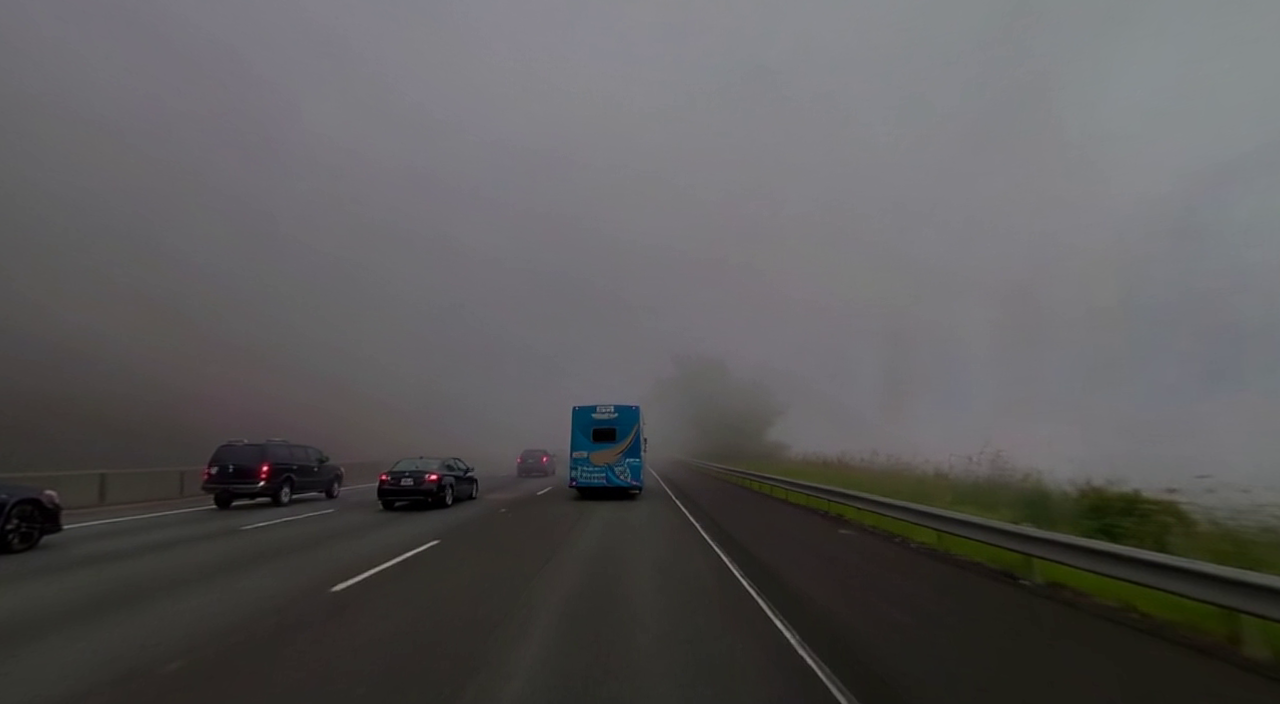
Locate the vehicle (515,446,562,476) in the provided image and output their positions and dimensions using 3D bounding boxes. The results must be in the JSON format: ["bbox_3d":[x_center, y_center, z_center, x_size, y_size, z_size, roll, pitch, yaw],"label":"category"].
[{"bbox_3d":[-5.240,5.662,32.799,1.872,1.480,3.545,0,-9,0],"label":"vehicle"}]

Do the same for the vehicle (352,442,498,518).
[{"bbox_3d":[-4.671,2.821,14.353,1.876,1.438,4.072,0,-9,0],"label":"vehicle"}]

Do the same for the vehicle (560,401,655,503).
[{"bbox_3d":[-0.835,2.934,18.616,2.394,2.556,5.232,0,-9,0],"label":"vehicle"}]

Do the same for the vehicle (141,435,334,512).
[{"bbox_3d":[-9.708,2.947,15.692,2.010,1.621,4.252,0,-9,-1],"label":"vehicle"}]
